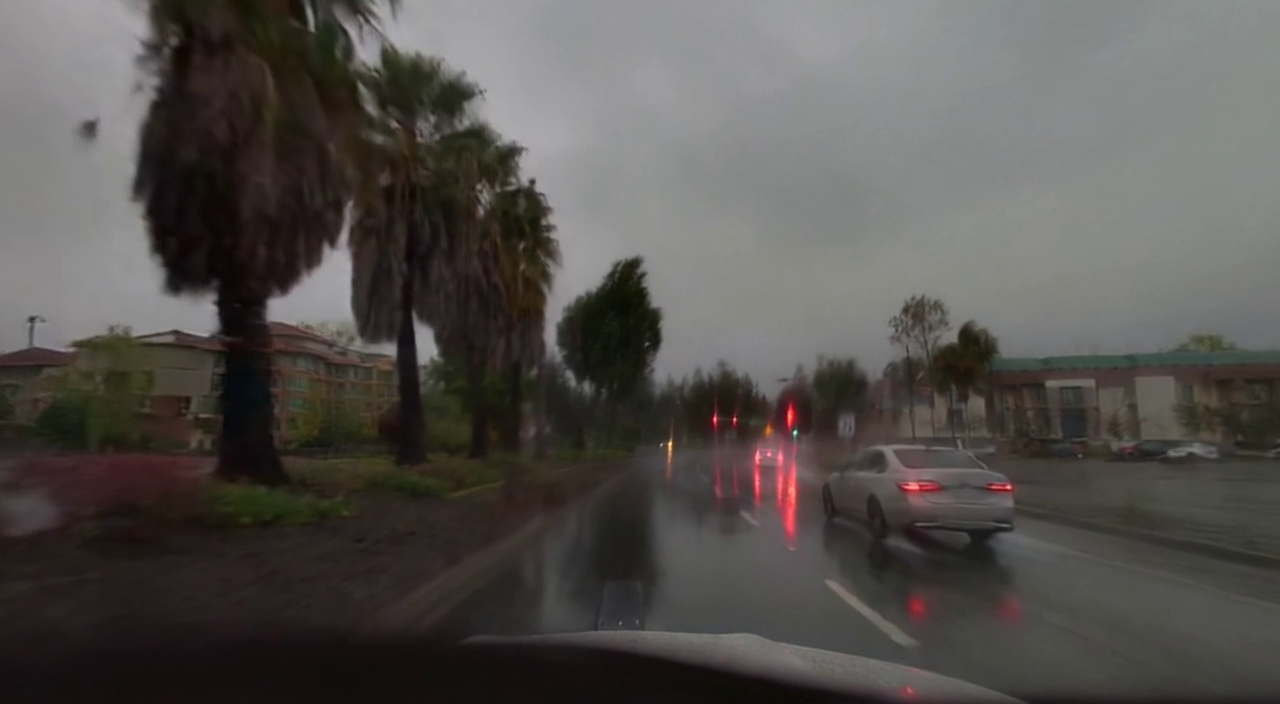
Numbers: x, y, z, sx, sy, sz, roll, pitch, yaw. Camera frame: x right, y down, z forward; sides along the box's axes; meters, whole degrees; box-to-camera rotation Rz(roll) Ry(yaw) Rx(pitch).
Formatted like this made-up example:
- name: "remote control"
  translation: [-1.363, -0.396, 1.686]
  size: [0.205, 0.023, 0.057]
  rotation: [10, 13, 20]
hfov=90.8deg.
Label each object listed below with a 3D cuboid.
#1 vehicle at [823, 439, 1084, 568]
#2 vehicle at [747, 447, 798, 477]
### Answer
- name: "vehicle"
  translation: [4.234, 2.067, 9.377]
  size: [1.993, 1.483, 3.821]
  rotation: [0, -9, 2]
- name: "vehicle"
  translation: [7.159, 5.977, 34.632]
  size: [2.144, 1.473, 4.638]
  rotation: [-1, -9, 5]
